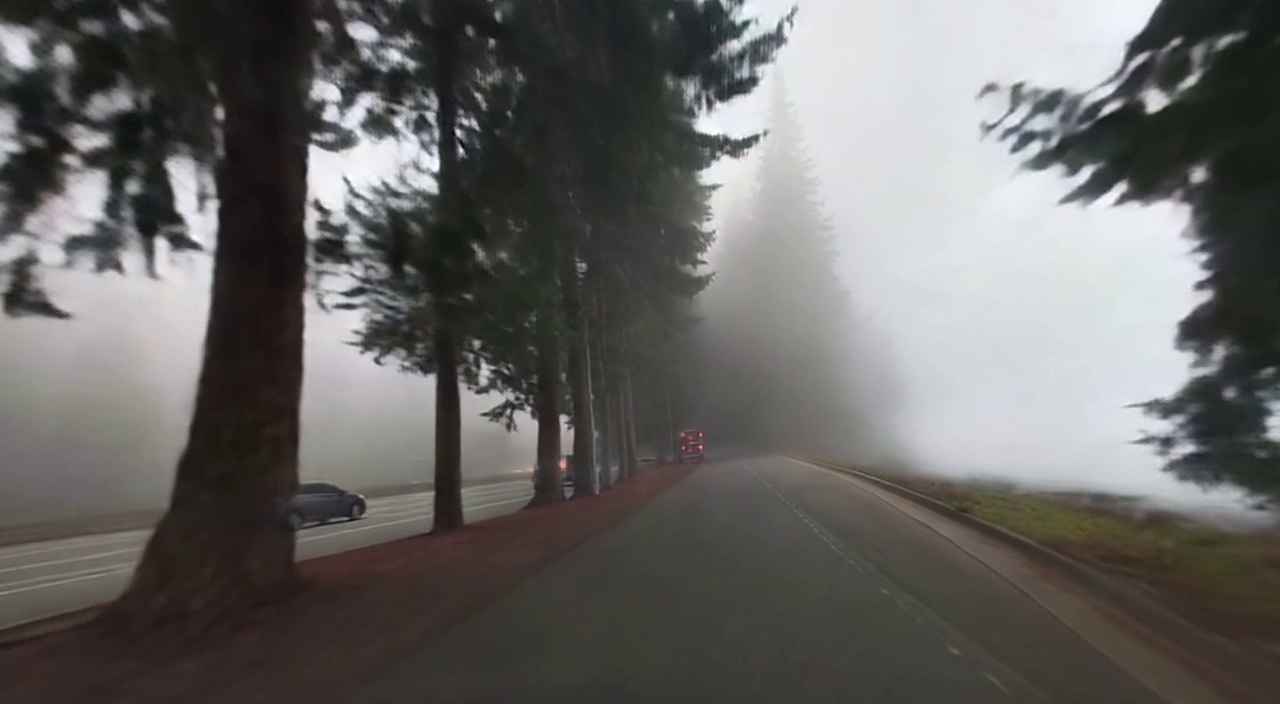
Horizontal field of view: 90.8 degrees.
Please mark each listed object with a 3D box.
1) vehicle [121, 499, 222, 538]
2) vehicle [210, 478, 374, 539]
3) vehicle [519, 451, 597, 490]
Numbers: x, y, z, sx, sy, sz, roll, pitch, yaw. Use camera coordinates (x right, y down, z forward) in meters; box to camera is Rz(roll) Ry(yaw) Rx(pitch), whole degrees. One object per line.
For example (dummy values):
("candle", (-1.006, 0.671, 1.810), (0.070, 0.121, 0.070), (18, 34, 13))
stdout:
("vehicle", (-25.471, 9.034, 34.519), (1.867, 1.592, 4.065), (-3, -9, 14))
("vehicle", (-11.515, 5.163, 21.375), (1.886, 1.535, 4.742), (-4, -9, 18))
("vehicle", (-3.990, 5.868, 31.600), (2.049, 1.699, 4.860), (-3, -9, 16))
